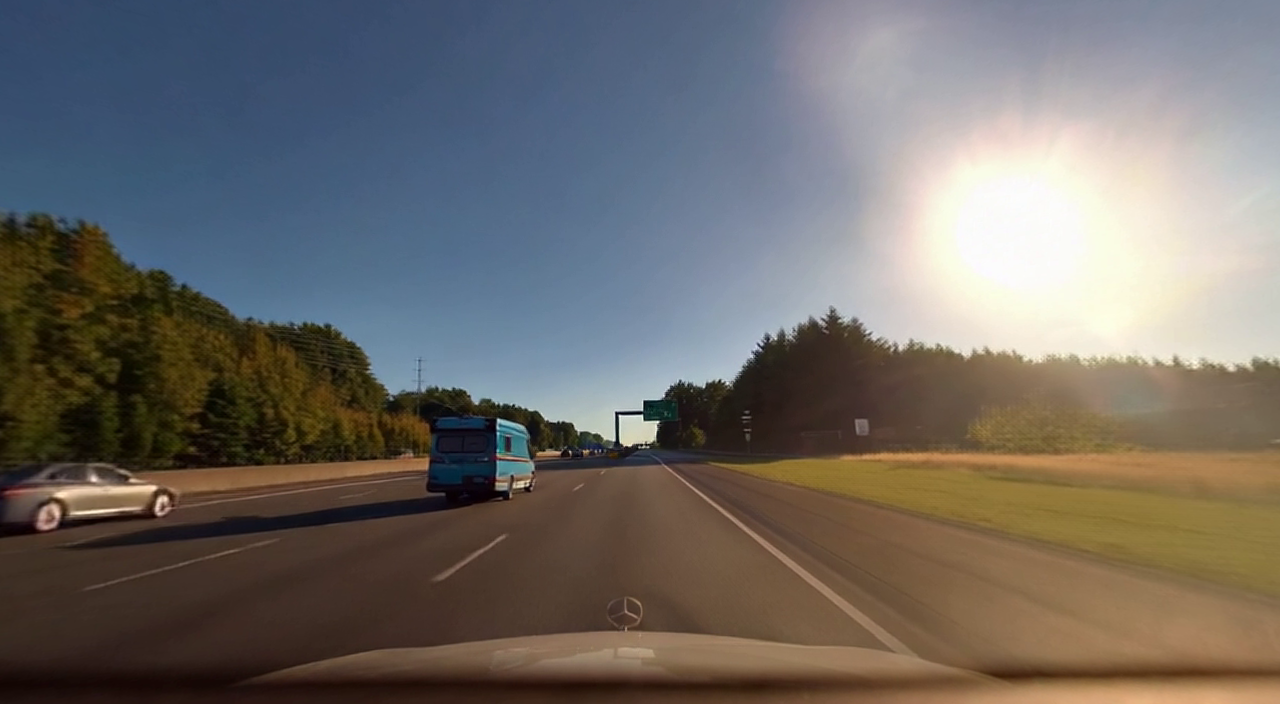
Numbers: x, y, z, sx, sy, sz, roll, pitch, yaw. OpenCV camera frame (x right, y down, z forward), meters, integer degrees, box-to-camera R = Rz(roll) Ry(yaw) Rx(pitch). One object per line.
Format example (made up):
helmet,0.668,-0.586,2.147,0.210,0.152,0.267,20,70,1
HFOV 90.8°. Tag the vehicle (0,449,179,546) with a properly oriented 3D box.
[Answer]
vehicle,-10.757,2.435,10.977,1.922,1.448,4.638,0,-9,0

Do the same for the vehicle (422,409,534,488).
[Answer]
vehicle,-6.769,4.212,27.648,2.747,2.934,7.411,0,-9,2
